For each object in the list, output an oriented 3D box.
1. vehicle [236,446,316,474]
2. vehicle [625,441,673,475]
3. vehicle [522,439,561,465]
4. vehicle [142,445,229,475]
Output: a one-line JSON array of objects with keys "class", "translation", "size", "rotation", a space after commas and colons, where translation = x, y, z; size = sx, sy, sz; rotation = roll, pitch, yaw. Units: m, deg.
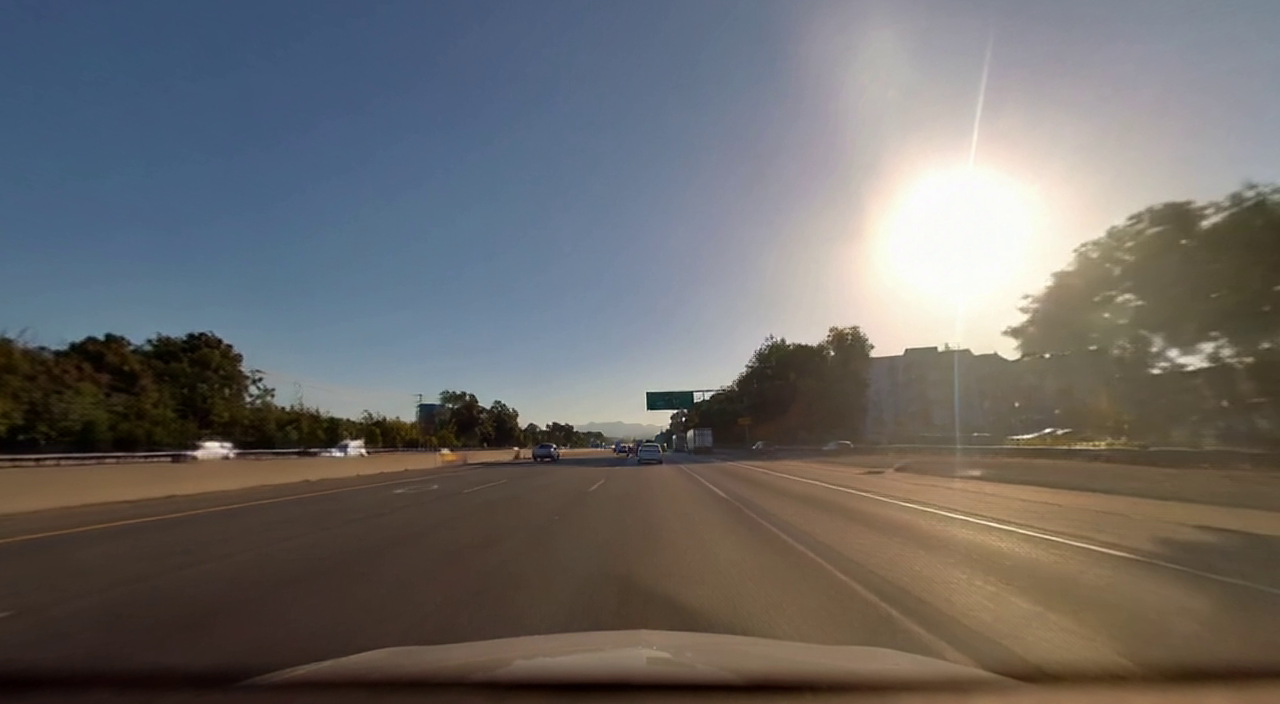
[{"class": "vehicle", "translation": [-21.257, 6.323, 37.075], "size": [1.958, 1.521, 4.492], "rotation": [0, -8, 1]}, {"class": "vehicle", "translation": [0.397, 4.992, 30.019], "size": [2.112, 1.482, 4.082], "rotation": [0, -8, 0]}, {"class": "vehicle", "translation": [-7.173, 7.314, 46.384], "size": [2.093, 1.789, 4.399], "rotation": [0, -8, 1]}, {"class": "vehicle", "translation": [-32.556, 7.703, 45.431], "size": [2.161, 1.979, 5.515], "rotation": [0, -8, 0]}]
